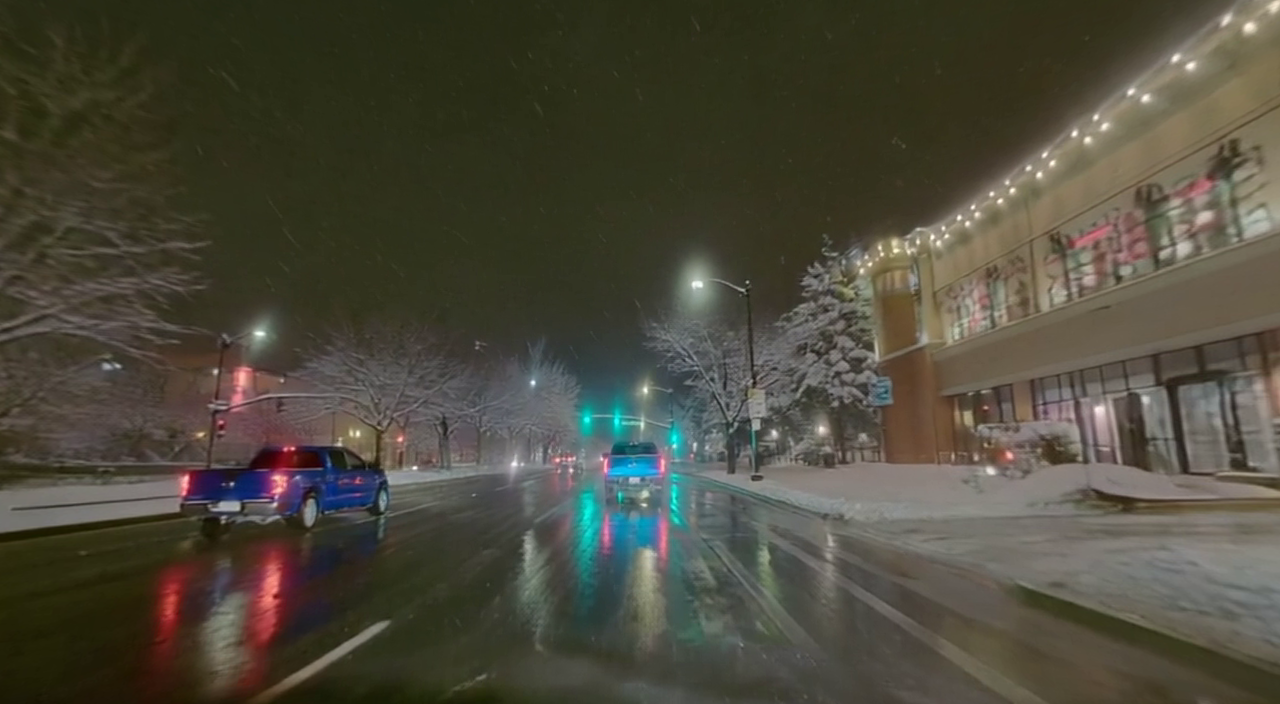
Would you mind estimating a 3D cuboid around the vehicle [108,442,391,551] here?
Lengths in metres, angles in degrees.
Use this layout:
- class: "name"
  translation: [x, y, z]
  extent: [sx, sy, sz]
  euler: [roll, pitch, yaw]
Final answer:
- class: "vehicle"
  translation: [-6.147, 2.283, 10.789]
  extent: [1.888, 1.424, 4.553]
  euler: [0, -9, 1]

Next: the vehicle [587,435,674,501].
- class: "vehicle"
  translation: [-0.324, 3.933, 21.916]
  extent: [2.590, 1.932, 5.776]
  euler: [0, -9, -1]

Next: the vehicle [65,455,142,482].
- class: "vehicle"
  translation: [-34.300, 7.448, 40.354]
  extent: [4.460, 1.443, 1.918]
  euler: [-7, -9, 24]
